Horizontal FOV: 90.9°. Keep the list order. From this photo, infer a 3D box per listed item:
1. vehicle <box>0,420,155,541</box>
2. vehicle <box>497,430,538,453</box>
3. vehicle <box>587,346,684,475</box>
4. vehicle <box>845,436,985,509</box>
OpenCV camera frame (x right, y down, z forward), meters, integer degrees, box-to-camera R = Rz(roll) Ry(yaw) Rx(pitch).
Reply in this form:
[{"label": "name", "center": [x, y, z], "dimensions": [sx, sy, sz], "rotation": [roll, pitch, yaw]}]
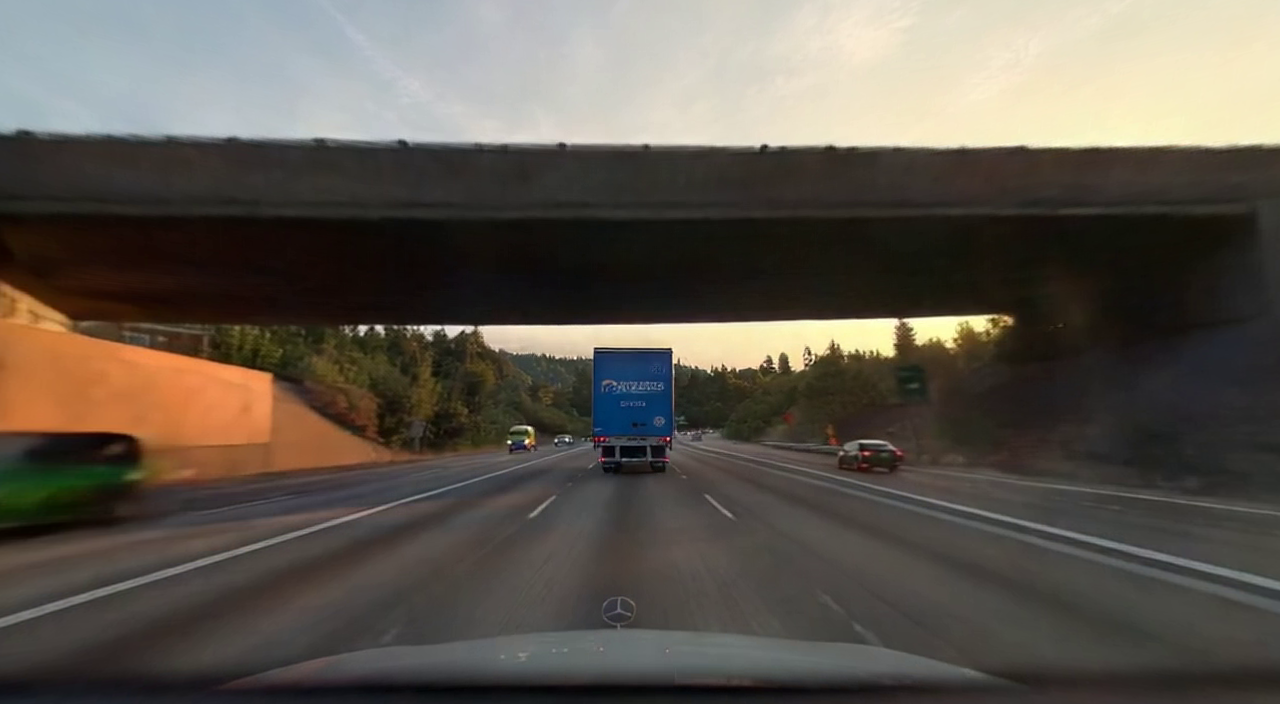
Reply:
[{"label": "vehicle", "center": [-8.756, 1.627, 8.112], "dimensions": [1.955, 1.453, 3.855], "rotation": [0, -8, -1]}, {"label": "vehicle", "center": [-8.747, 6.433, 45.392], "dimensions": [2.081, 1.613, 4.273], "rotation": [0, -8, 0]}, {"label": "vehicle", "center": [-0.406, 2.410, 24.122], "dimensions": [2.895, 3.861, 10.213], "rotation": [0, -8, -3]}, {"label": "vehicle", "center": [7.590, 3.298, 17.918], "dimensions": [2.050, 1.637, 4.397], "rotation": [3, -7, 0]}]
